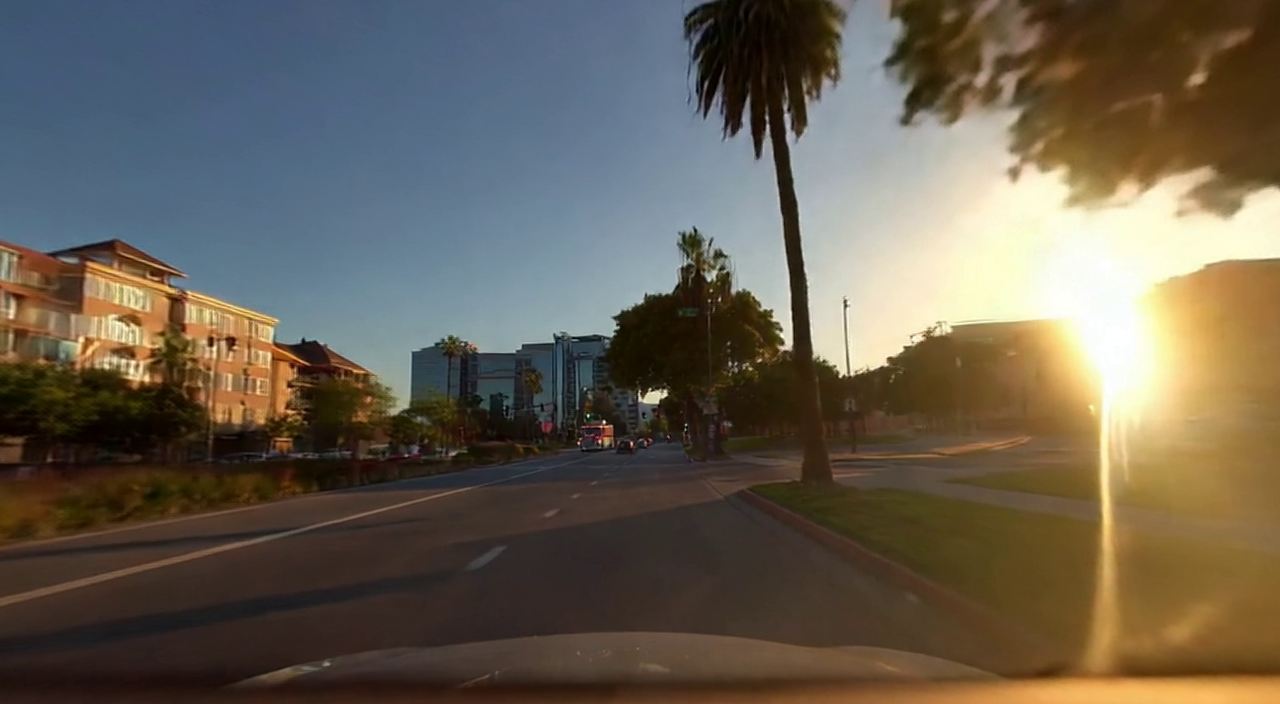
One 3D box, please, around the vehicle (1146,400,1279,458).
[{"bbox_3d":[16.218,2.068,16.820,3.945,1.463,1.684,1,-8,-6],"label":"vehicle"}]
